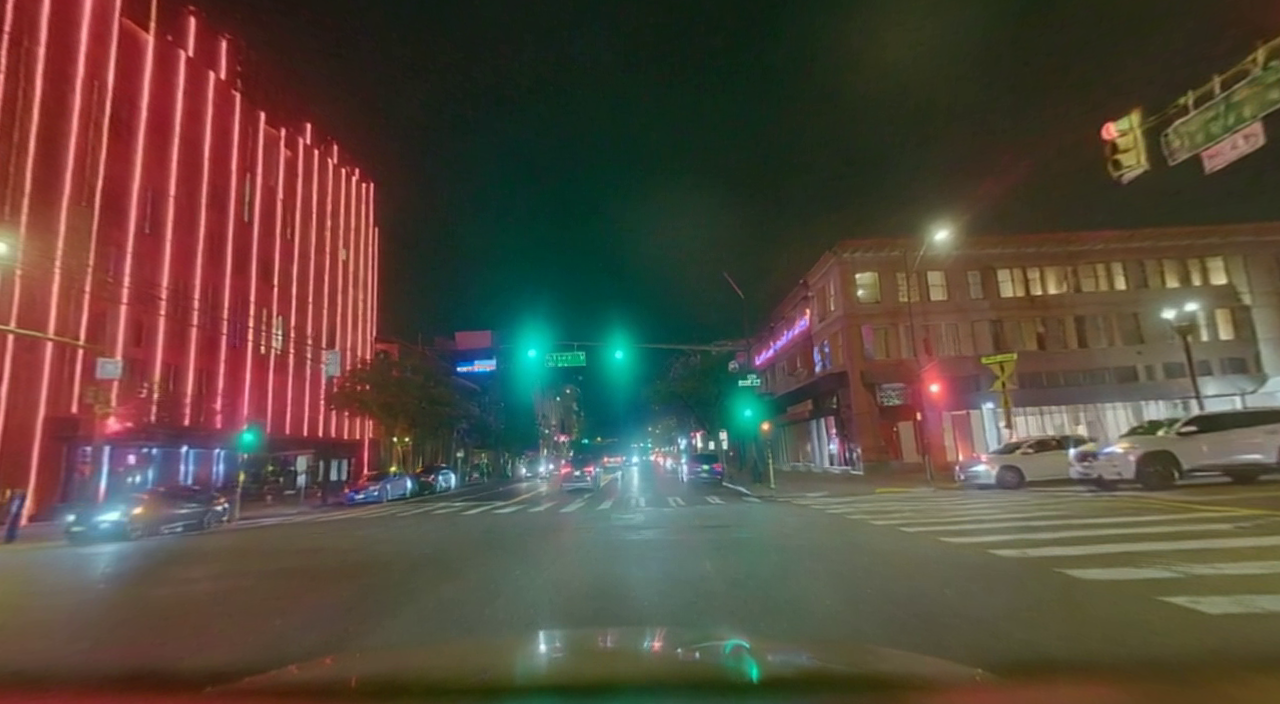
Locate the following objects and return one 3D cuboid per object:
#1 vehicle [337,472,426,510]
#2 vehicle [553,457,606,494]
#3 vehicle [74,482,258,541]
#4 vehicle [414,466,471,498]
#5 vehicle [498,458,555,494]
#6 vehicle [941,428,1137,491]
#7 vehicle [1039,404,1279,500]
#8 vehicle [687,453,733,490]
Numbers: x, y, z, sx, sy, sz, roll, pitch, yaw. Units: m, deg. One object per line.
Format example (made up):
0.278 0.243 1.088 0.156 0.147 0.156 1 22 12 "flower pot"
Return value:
-12.108 6.529 29.931 1.934 1.434 4.636 -1 -8 5 "vehicle"
-2.718 5.649 29.167 1.973 1.496 3.713 0 -8 2 "vehicle"
-15.927 5.322 21.524 1.999 1.466 4.535 -4 -9 22 "vehicle"
-11.697 7.712 37.613 1.933 1.628 3.973 -1 -8 3 "vehicle"
-5.588 6.141 31.529 1.942 1.559 4.298 0 -8 2 "vehicle"
11.340 3.089 18.185 4.288 1.689 1.909 0 -8 2 "vehicle"
12.812 2.323 14.981 5.004 1.771 2.159 -5 -8 2 "vehicle"
3.631 6.292 33.574 1.924 1.765 3.954 0 -8 -1 "vehicle"
